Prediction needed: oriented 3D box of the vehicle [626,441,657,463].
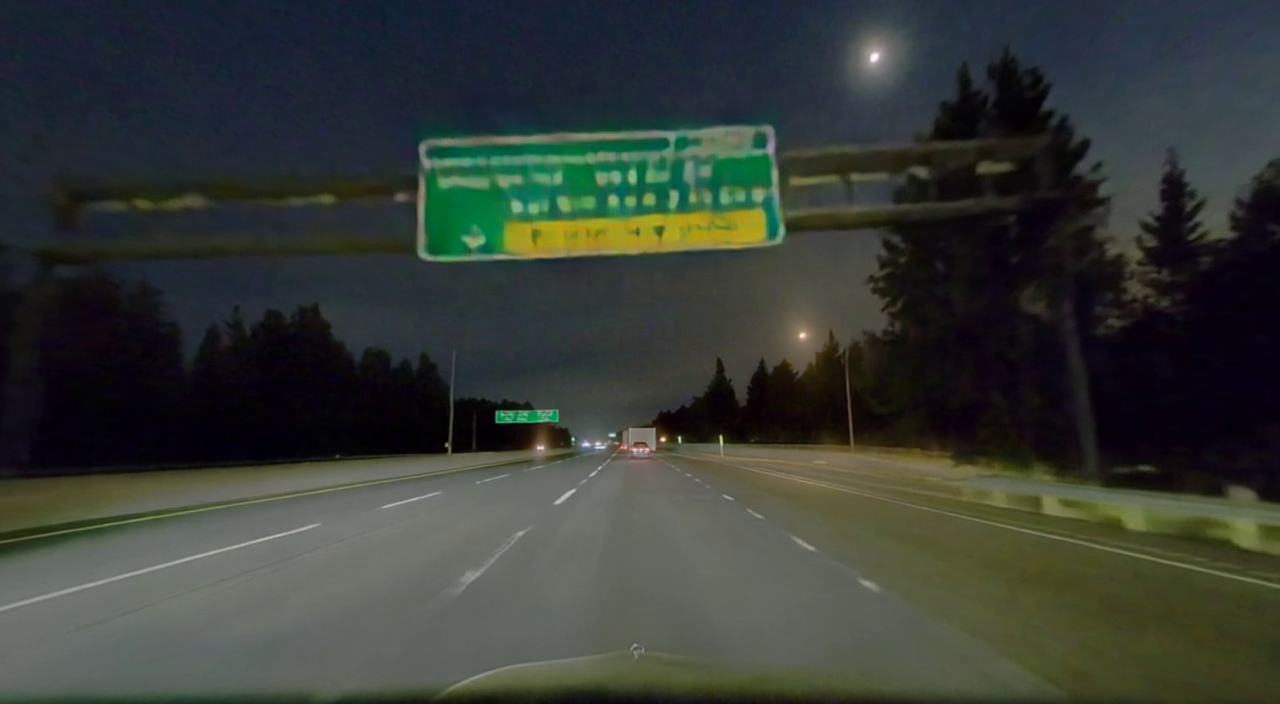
[{"bbox_3d":[0.075,6.904,43.777,2.028,1.440,3.690,0,-8,-1],"label":"vehicle"}]
